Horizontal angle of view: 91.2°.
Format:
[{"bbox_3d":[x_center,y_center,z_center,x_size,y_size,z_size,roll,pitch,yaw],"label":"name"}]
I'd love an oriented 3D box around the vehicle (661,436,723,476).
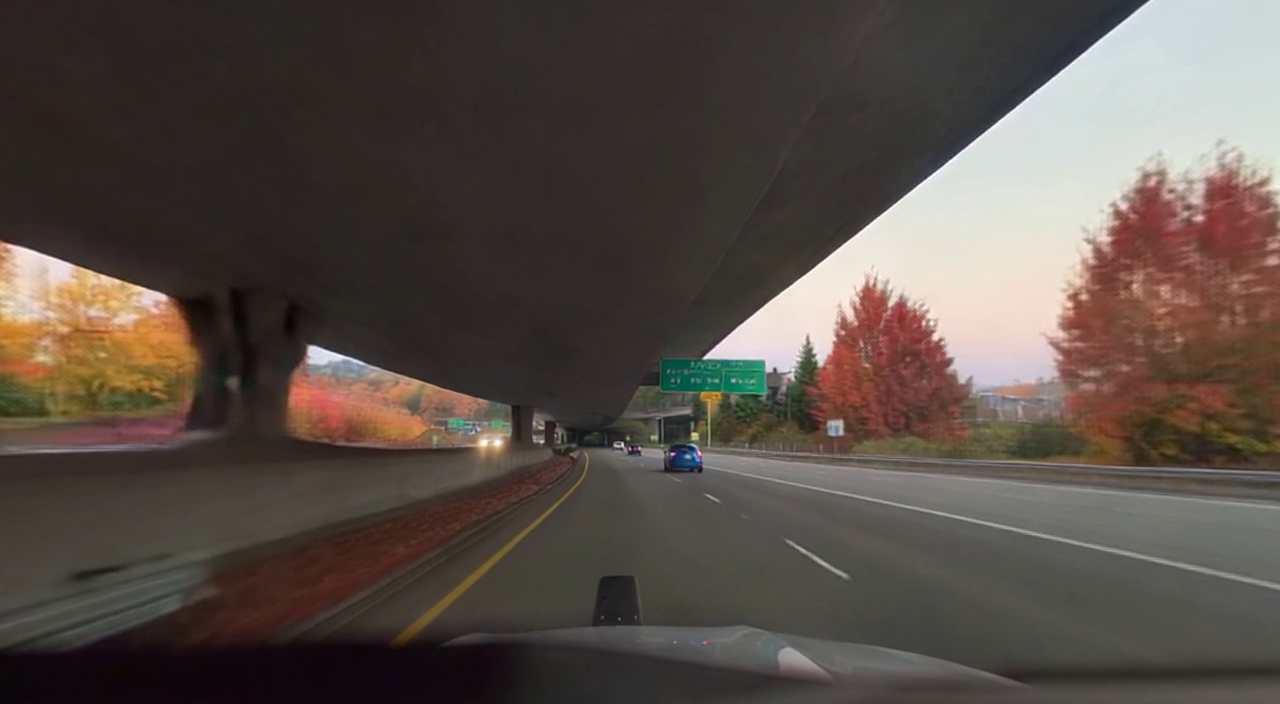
[{"bbox_3d":[2.275,4.777,28.911,2.337,1.633,4.222,0,-9,-2],"label":"vehicle"}]
